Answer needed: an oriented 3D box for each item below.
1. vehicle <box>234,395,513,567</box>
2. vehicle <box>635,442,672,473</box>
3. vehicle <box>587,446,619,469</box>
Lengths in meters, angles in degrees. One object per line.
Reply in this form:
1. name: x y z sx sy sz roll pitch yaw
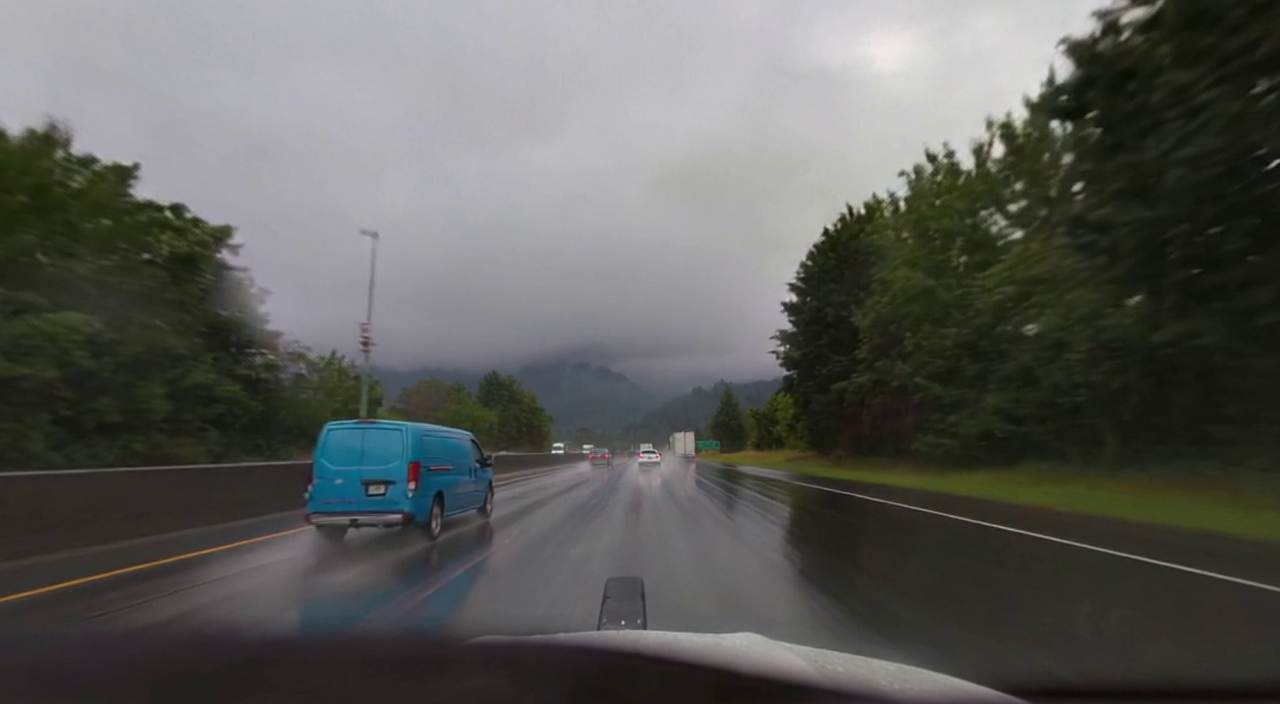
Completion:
1. vehicle: -3.659 1.909 10.023 2.167 1.991 5.062 0 -9 0
2. vehicle: 0.838 6.703 40.226 2.209 1.825 4.036 -1 -9 1
3. vehicle: -2.839 8.258 49.568 2.112 1.707 4.530 -1 -9 1
